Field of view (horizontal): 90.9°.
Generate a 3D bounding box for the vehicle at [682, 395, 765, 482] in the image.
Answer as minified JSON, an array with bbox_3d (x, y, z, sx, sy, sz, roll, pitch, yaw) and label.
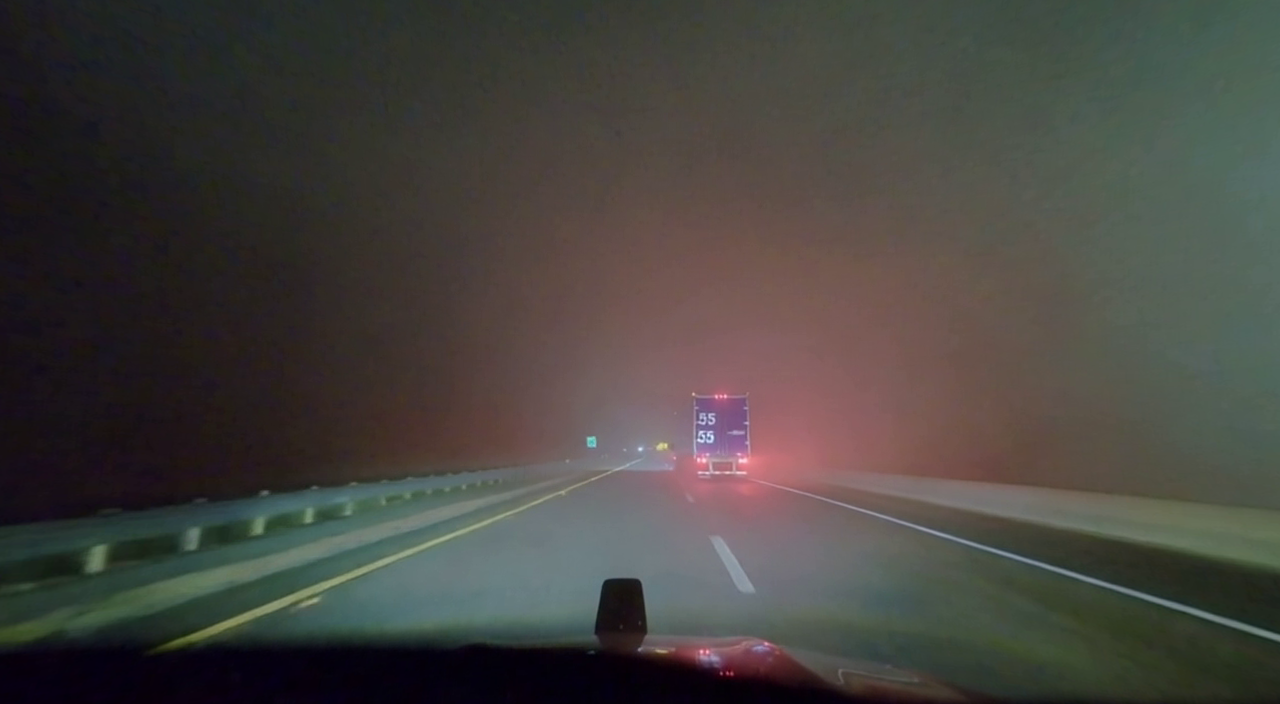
[{"bbox_3d":[3.944,4.546,32.425,3.107,3.718,10.231,0,-9,1],"label":"vehicle"}]
